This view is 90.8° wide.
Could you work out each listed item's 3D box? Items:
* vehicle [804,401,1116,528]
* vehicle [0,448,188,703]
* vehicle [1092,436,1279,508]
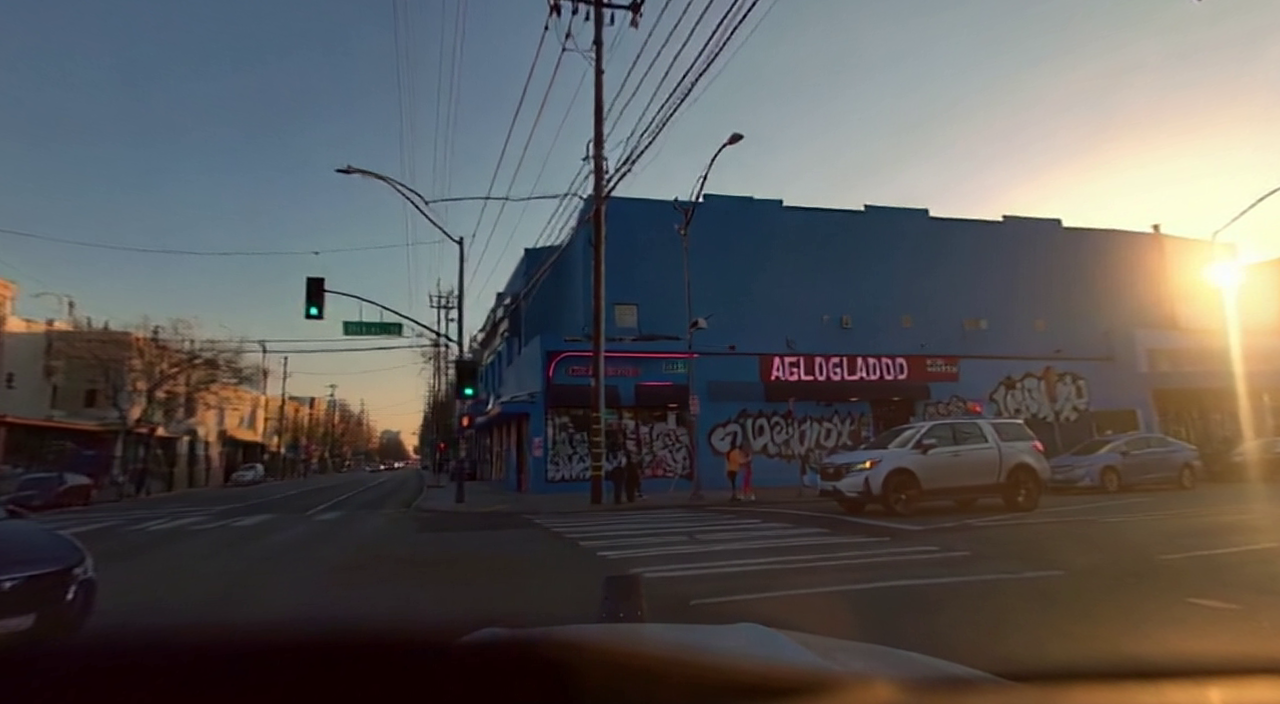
[{"bbox_3d":[5.940,2.039,11.908,4.970,1.972,2.372,3,-9,-21],"label":"vehicle"},{"bbox_3d":[-5.850,1.380,4.155,4.439,1.457,2.097,-2,-9,11],"label":"vehicle"},{"bbox_3d":[13.207,2.711,14.697,4.672,1.459,1.938,3,-9,-20],"label":"vehicle"}]
